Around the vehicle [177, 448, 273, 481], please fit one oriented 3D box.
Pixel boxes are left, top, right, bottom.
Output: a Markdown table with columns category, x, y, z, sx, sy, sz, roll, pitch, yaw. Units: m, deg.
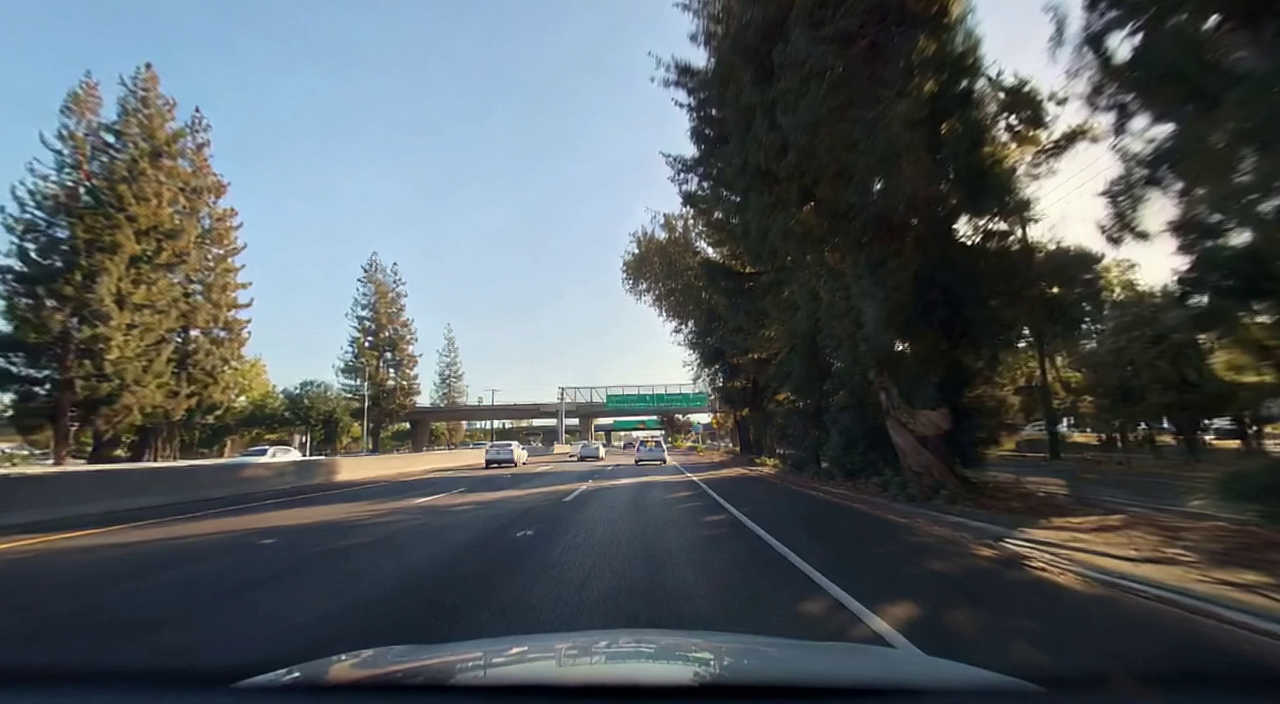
| category | x | y | z | sx | sy | sz | roll | pitch | yaw |
| --- | --- | --- | --- | --- | --- | --- | --- | --- | --- |
| vehicle | -21.038 | 5.682 | 32.209 | 1.827 | 1.529 | 4.380 | 0 | -8 | 1 |

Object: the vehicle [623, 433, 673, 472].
| category | x | y | z | sx | sy | sz | roll | pitch | yaw |
| --- | --- | --- | --- | --- | --- | --- | --- | --- | --- |
| vehicle | 0.339 | 4.703 | 29.624 | 2.152 | 1.697 | 4.066 | 0 | -8 | 0 |

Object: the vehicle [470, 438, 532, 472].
| category | x | y | z | sx | sy | sz | roll | pitch | yaw |
| --- | --- | --- | --- | --- | --- | --- | --- | --- | --- |
| vehicle | -7.301 | 5.461 | 33.607 | 2.139 | 1.653 | 4.614 | 0 | -8 | 2 |

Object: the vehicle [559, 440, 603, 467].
| category | x | y | z | sx | sy | sz | roll | pitch | yaw |
| --- | --- | --- | --- | --- | --- | --- | --- | --- | --- |
| vehicle | -3.363 | 5.930 | 36.917 | 2.056 | 1.464 | 4.564 | 0 | -8 | 1 |
